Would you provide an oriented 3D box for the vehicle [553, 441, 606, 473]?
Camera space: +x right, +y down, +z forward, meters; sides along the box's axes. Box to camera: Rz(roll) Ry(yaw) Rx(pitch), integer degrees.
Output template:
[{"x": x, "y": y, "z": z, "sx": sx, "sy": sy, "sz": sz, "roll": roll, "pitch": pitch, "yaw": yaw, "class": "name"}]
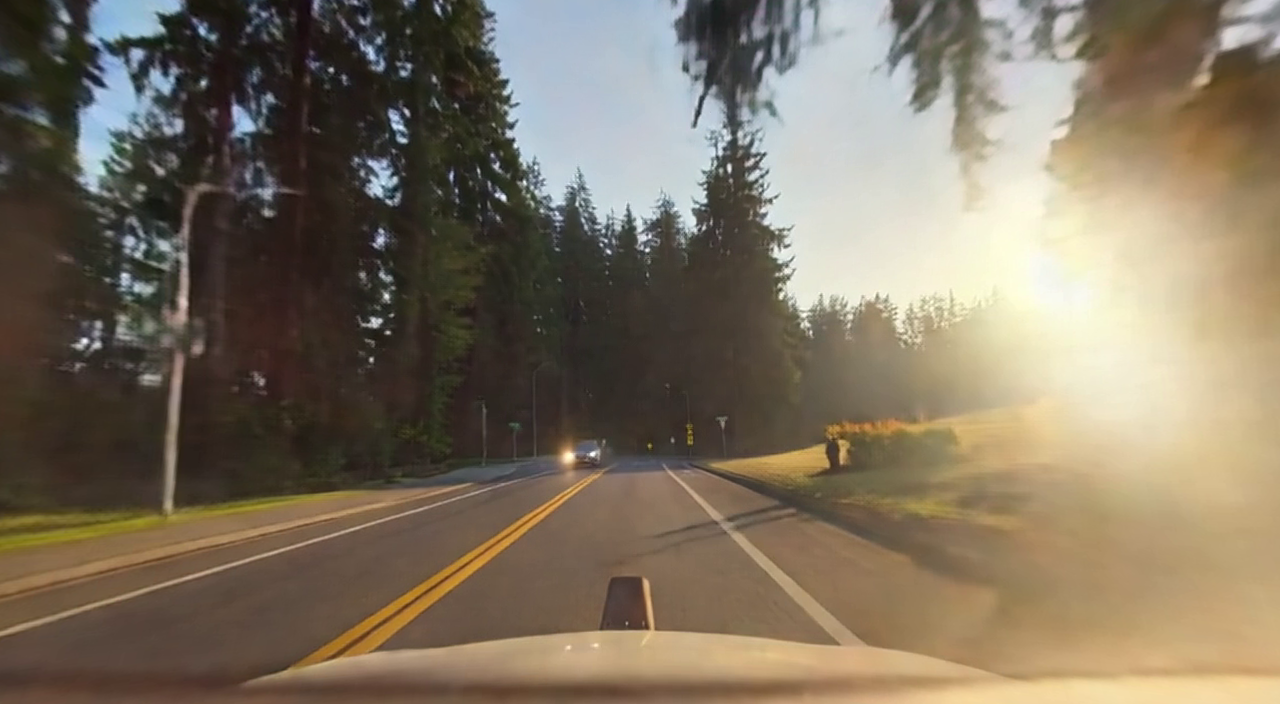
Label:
[{"x": -3.398, "y": 6.064, "z": 36.601, "sx": 2.390, "sy": 1.721, "sz": 4.863, "roll": -1, "pitch": -9, "yaw": 3, "class": "vehicle"}]
